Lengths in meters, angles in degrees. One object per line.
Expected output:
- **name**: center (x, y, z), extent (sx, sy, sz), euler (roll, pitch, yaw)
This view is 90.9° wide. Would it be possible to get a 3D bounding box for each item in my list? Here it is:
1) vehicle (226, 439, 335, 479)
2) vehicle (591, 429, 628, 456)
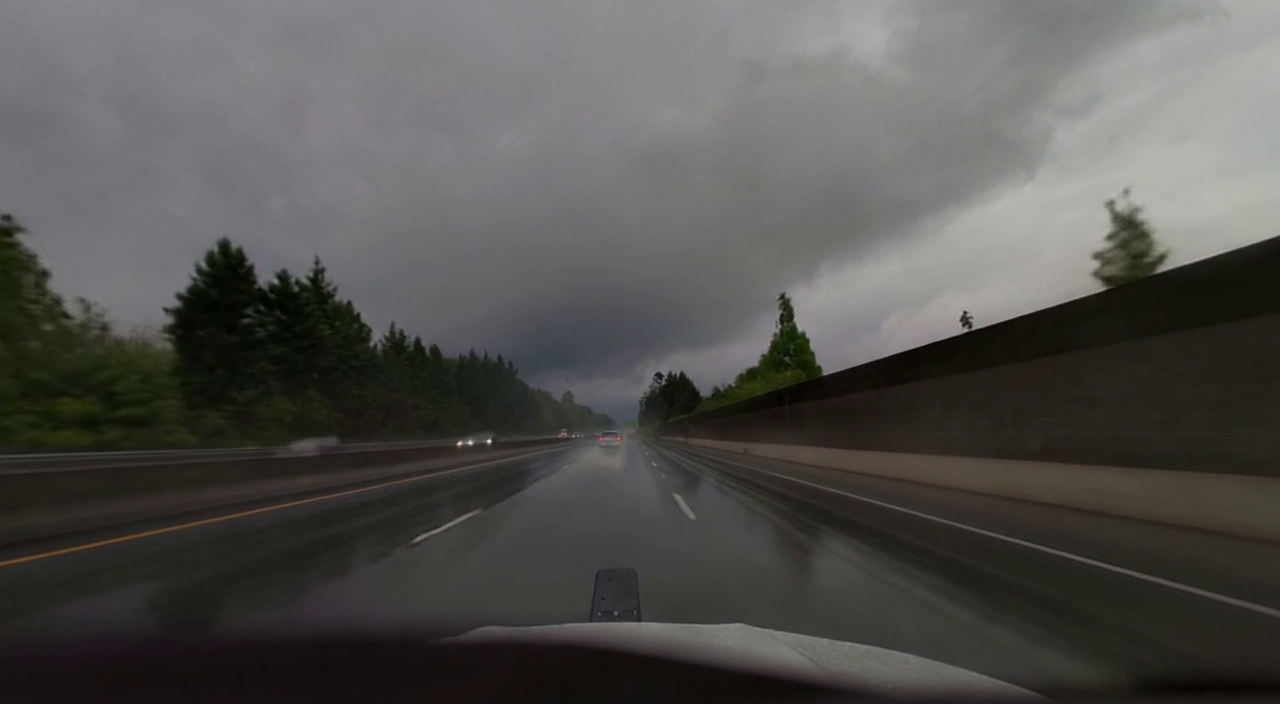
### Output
- **vehicle**: center (-14.455, 4.284, 25.689), extent (1.863, 1.439, 4.401), euler (0, -8, 0)
- **vehicle**: center (-2.039, 6.206, 43.269), extent (2.306, 1.730, 4.606), euler (0, -8, 1)
